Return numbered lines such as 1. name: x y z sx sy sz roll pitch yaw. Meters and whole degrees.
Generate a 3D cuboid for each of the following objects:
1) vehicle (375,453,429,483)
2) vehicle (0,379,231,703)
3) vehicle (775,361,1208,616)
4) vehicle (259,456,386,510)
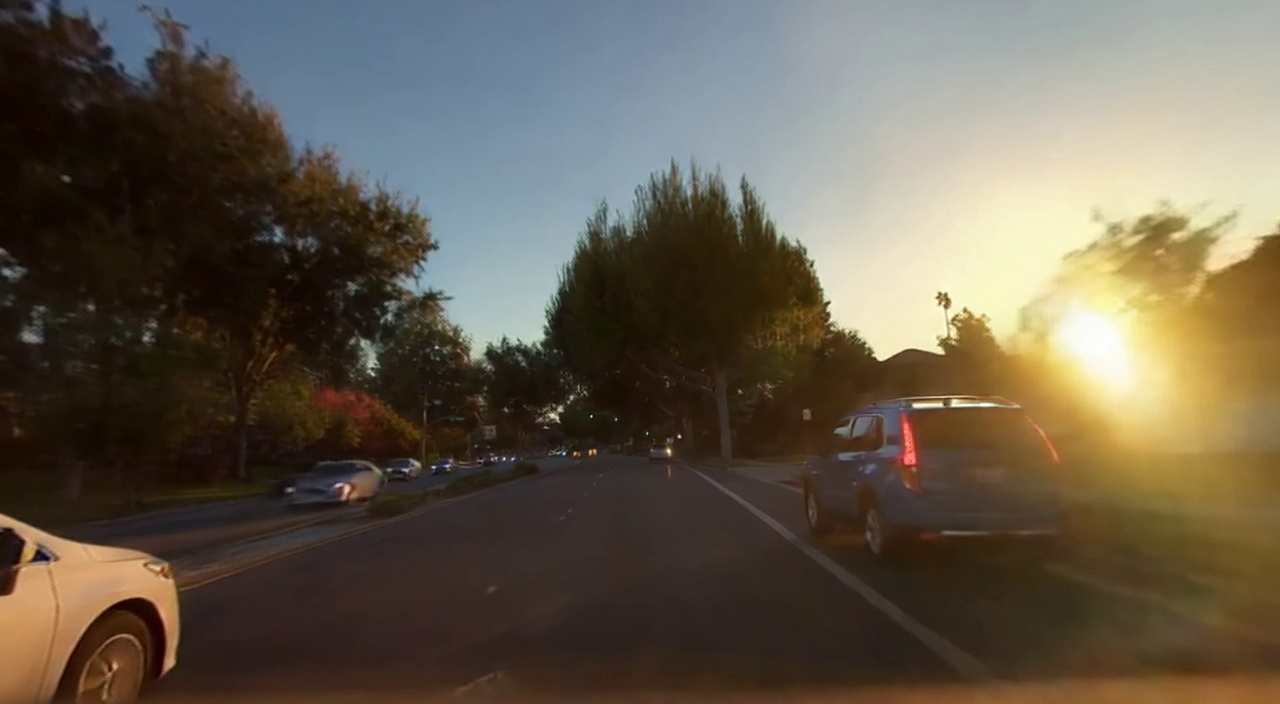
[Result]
1. vehicle: -14.755 7.194 39.346 1.954 1.707 4.410 0 -8 -4
2. vehicle: -3.530 0.808 1.488 2.058 1.659 4.514 0 -8 0
3. vehicle: 3.462 1.520 8.014 2.338 2.063 5.592 -1 -8 1
4. vehicle: -10.300 4.248 20.917 1.928 1.482 4.649 0 -8 -2
